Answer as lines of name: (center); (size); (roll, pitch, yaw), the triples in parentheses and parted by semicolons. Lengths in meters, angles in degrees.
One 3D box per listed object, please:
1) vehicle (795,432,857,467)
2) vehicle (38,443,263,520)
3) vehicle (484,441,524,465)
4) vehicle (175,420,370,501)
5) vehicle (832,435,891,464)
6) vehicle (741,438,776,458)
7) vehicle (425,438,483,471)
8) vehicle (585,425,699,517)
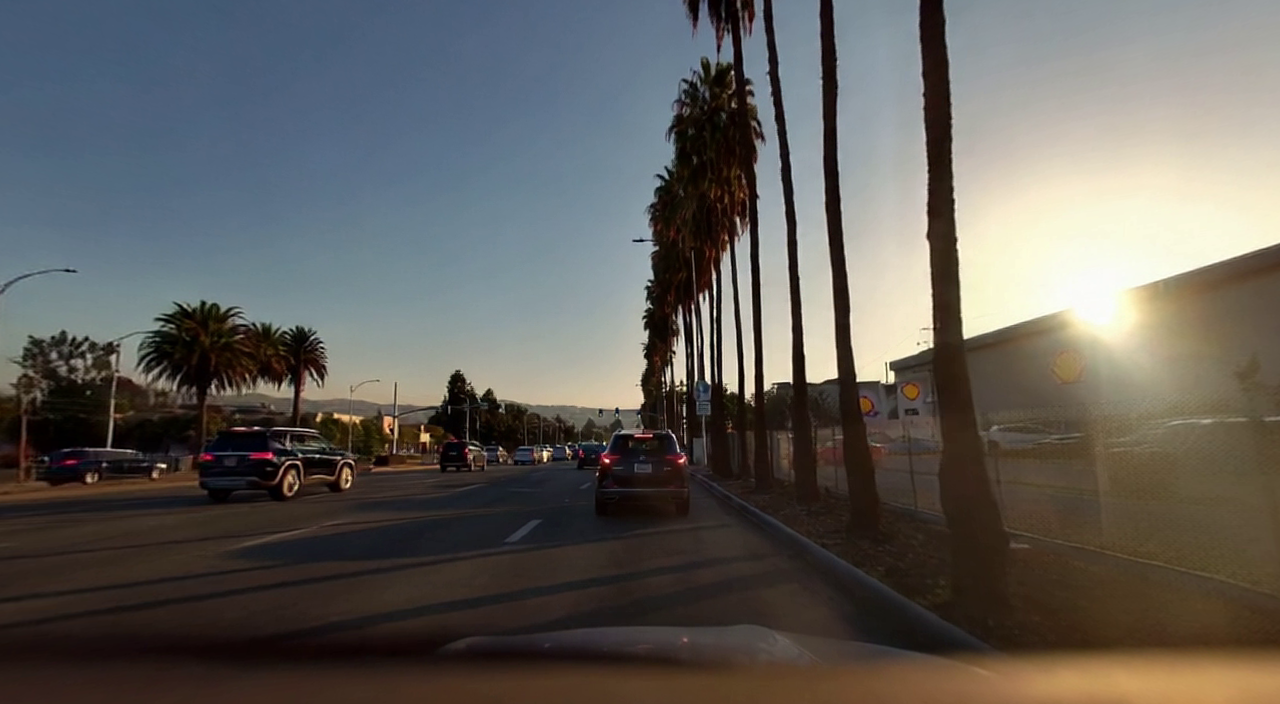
vehicle: (8.221, 4.273, 27.575); (1.837, 1.416, 3.947); (-4, -10, 27)
vehicle: (-10.032, 2.639, 13.265); (1.924, 1.384, 3.426); (0, -8, 0)
vehicle: (-10.471, 7.808, 48.768); (1.998, 1.731, 4.952); (0, -8, 0)
vehicle: (-10.016, 3.011, 17.852); (2.269, 1.934, 5.350); (0, -9, 0)
vehicle: (12.036, 5.315, 34.321); (1.681, 1.503, 3.781); (1, -9, -3)
vehicle: (9.130, 7.441, 48.779); (1.929, 1.496, 4.245); (0, -9, 0)
vehicle: (-10.588, 5.851, 36.055); (1.965, 1.743, 4.327); (0, -8, 1)
vehicle: (0.067, 2.533, 13.791); (2.121, 1.710, 3.893); (0, -9, 1)
